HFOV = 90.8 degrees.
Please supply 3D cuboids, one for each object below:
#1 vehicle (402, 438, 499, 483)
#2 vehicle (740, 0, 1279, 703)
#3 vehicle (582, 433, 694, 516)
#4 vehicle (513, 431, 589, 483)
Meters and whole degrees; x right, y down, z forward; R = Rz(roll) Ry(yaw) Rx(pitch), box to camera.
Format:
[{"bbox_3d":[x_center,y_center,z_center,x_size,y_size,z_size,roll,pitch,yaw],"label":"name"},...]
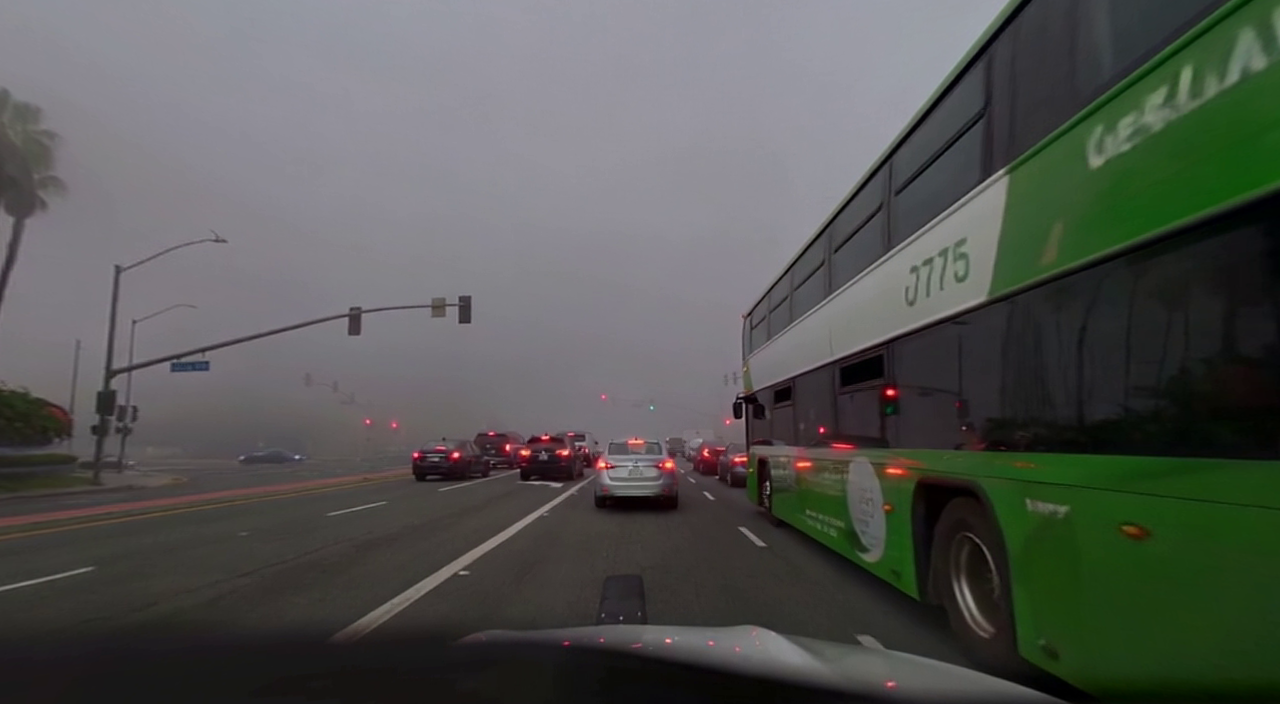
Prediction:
[{"bbox_3d":[-6.819,3.965,23.360,1.927,1.480,4.832,0,-9,2],"label":"vehicle"},{"bbox_3d":[3.567,0.224,6.297,2.970,4.015,13.606,0,-9,0],"label":"vehicle"},{"bbox_3d":[-0.030,2.529,13.539,2.060,1.499,3.831,0,-9,0],"label":"vehicle"},{"bbox_3d":[-3.164,3.867,23.442,2.020,1.721,4.366,-1,-9,2],"label":"vehicle"}]
